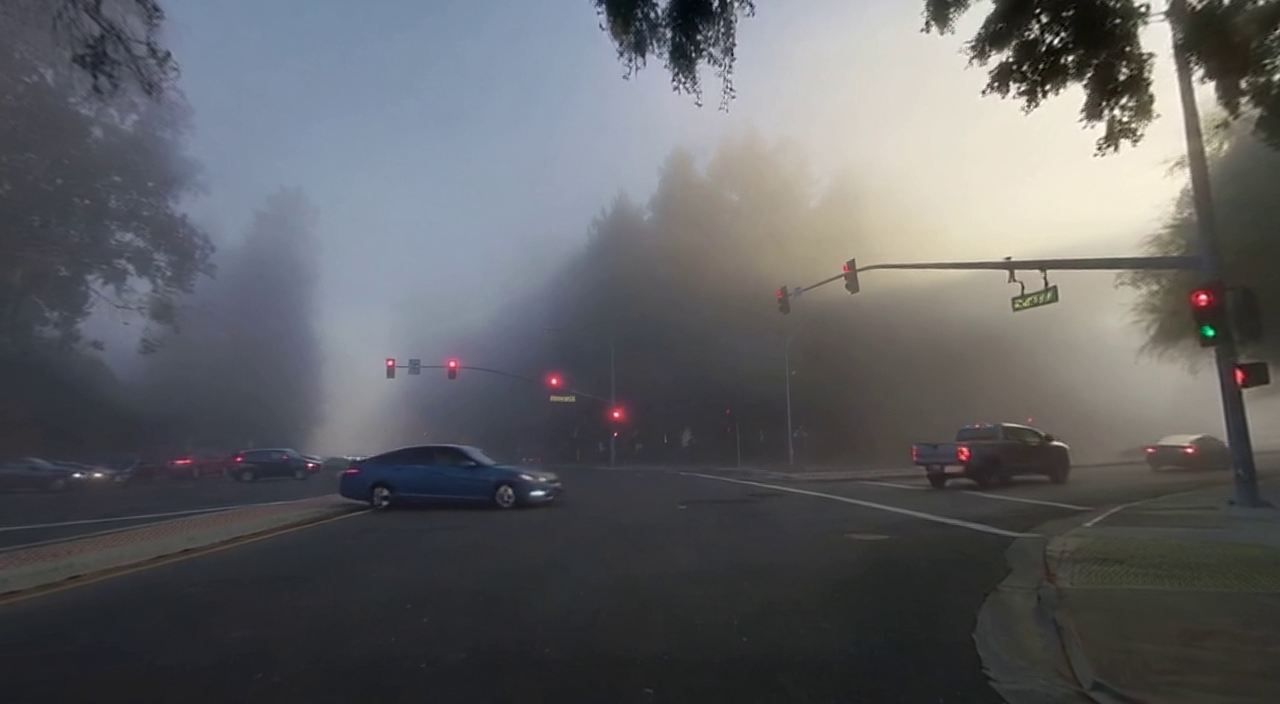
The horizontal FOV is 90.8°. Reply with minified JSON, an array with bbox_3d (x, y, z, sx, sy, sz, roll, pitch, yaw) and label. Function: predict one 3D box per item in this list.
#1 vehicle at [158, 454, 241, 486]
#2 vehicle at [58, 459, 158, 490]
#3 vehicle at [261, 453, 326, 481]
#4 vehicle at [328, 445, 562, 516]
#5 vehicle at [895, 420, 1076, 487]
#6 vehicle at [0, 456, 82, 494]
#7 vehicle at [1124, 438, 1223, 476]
[{"bbox_3d":[-25.122,6.699,36.269,2.081,1.670,4.376,1,-9,-8],"label":"vehicle"},{"bbox_3d":[-28.547,6.547,34.116,1.965,1.448,4.553,1,-9,-9],"label":"vehicle"},{"bbox_3d":[-21.790,7.227,39.974,2.020,1.615,4.656,1,-9,-8],"label":"vehicle"},{"bbox_3d":[-4.361,2.895,14.589,4.702,1.468,1.999,-1,-9,8],"label":"vehicle"},{"bbox_3d":[11.415,3.297,20.758,5.896,1.937,2.358,5,-10,-30],"label":"vehicle"},{"bbox_3d":[-31.334,6.170,32.072,2.142,1.723,4.692,1,-9,-9],"label":"vehicle"},{"bbox_3d":[22.487,4.382,26.556,4.728,1.471,1.957,6,-11,-36],"label":"vehicle"}]
